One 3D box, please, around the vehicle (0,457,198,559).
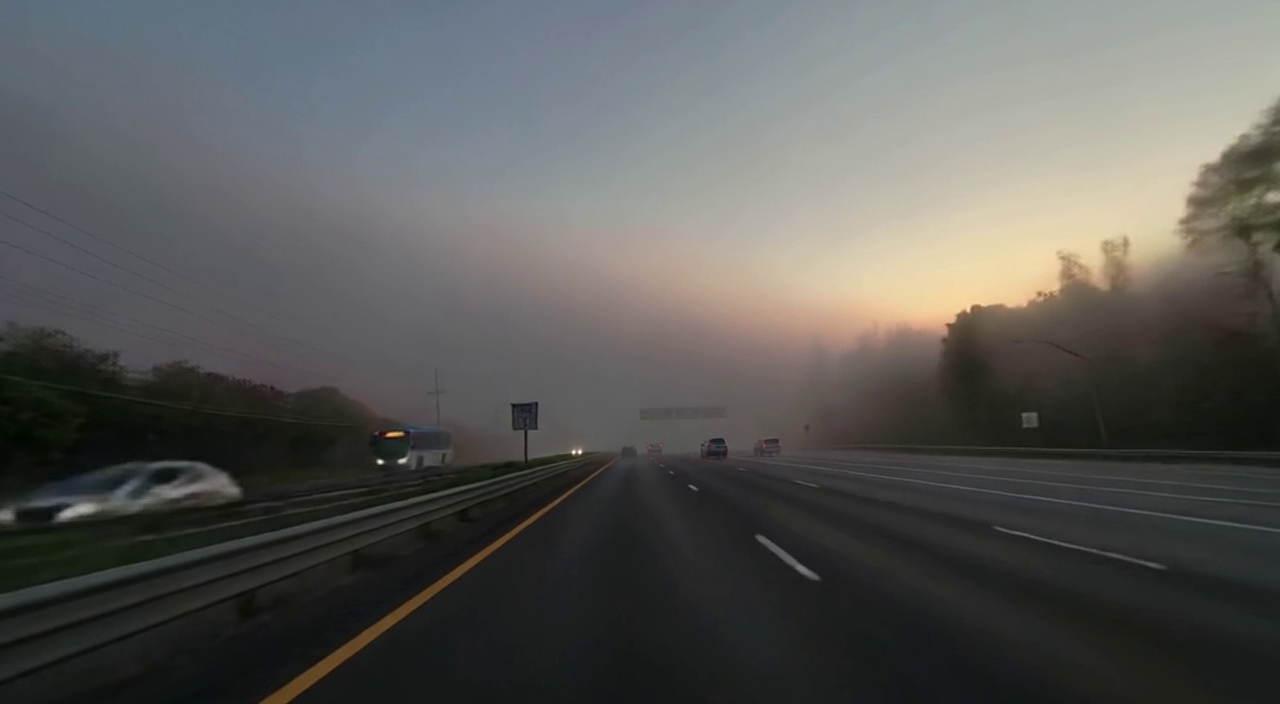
[{"bbox_3d":[-10.772,2.776,11.874,1.869,1.506,4.205,0,-9,-1],"label":"vehicle"}]
